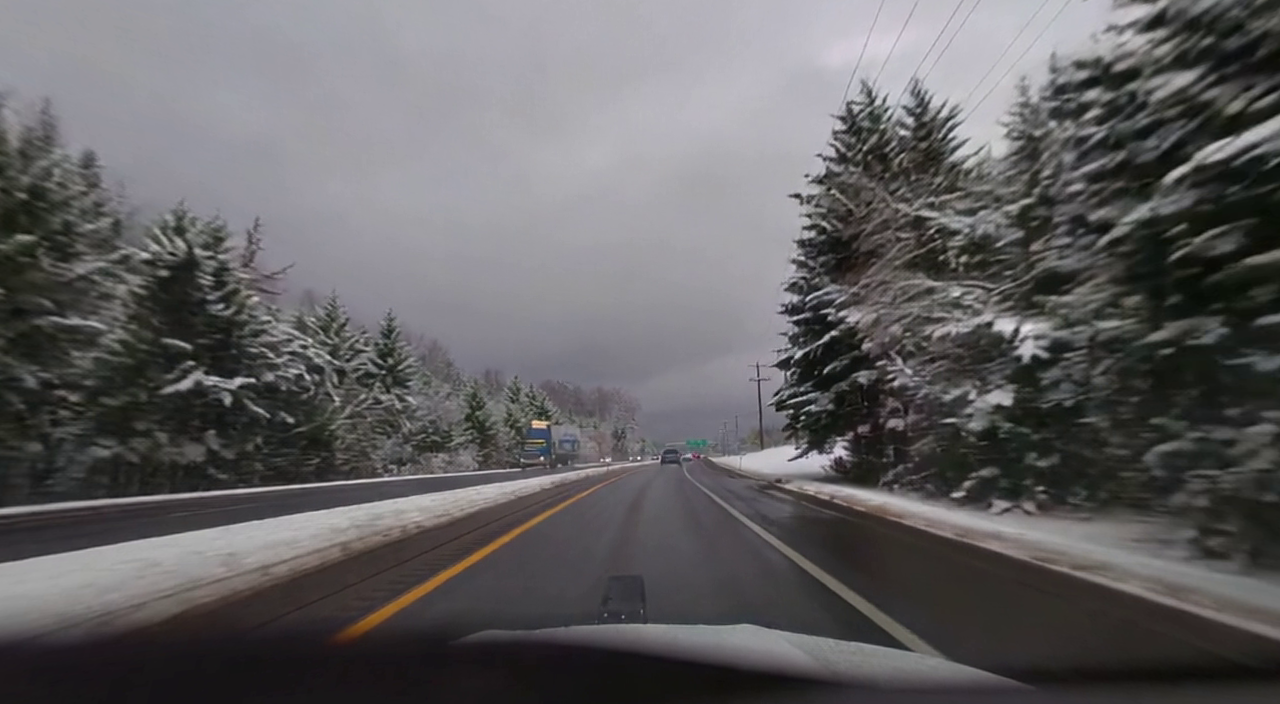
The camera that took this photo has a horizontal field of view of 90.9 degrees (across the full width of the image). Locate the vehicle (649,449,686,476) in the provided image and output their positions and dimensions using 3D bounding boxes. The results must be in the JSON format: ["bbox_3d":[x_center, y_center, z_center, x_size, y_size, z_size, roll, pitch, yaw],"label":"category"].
[{"bbox_3d":[1.676,6.577,37.723,2.080,1.486,3.813,-1,-9,3],"label":"vehicle"}]
